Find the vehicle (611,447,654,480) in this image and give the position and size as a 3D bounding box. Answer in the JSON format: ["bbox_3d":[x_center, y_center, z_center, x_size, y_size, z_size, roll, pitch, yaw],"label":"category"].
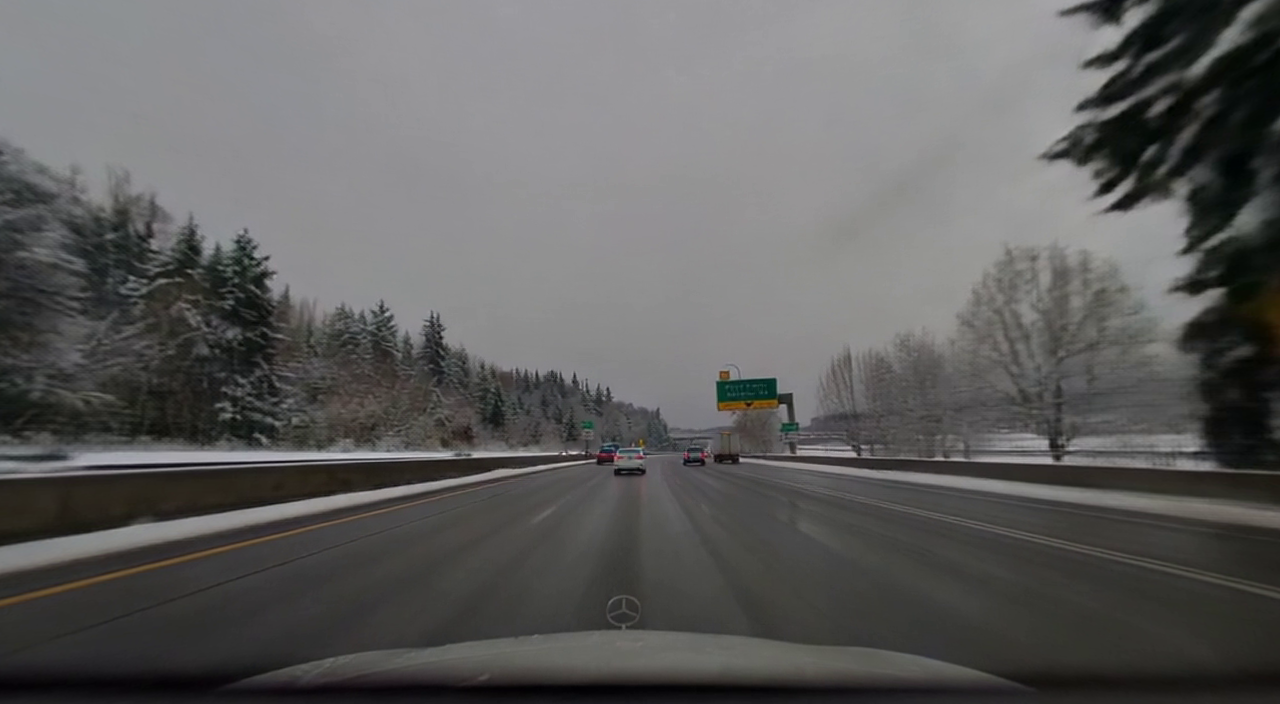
[{"bbox_3d":[-0.333,5.587,31.872,2.035,1.513,4.272,0,-9,1],"label":"vehicle"}]
